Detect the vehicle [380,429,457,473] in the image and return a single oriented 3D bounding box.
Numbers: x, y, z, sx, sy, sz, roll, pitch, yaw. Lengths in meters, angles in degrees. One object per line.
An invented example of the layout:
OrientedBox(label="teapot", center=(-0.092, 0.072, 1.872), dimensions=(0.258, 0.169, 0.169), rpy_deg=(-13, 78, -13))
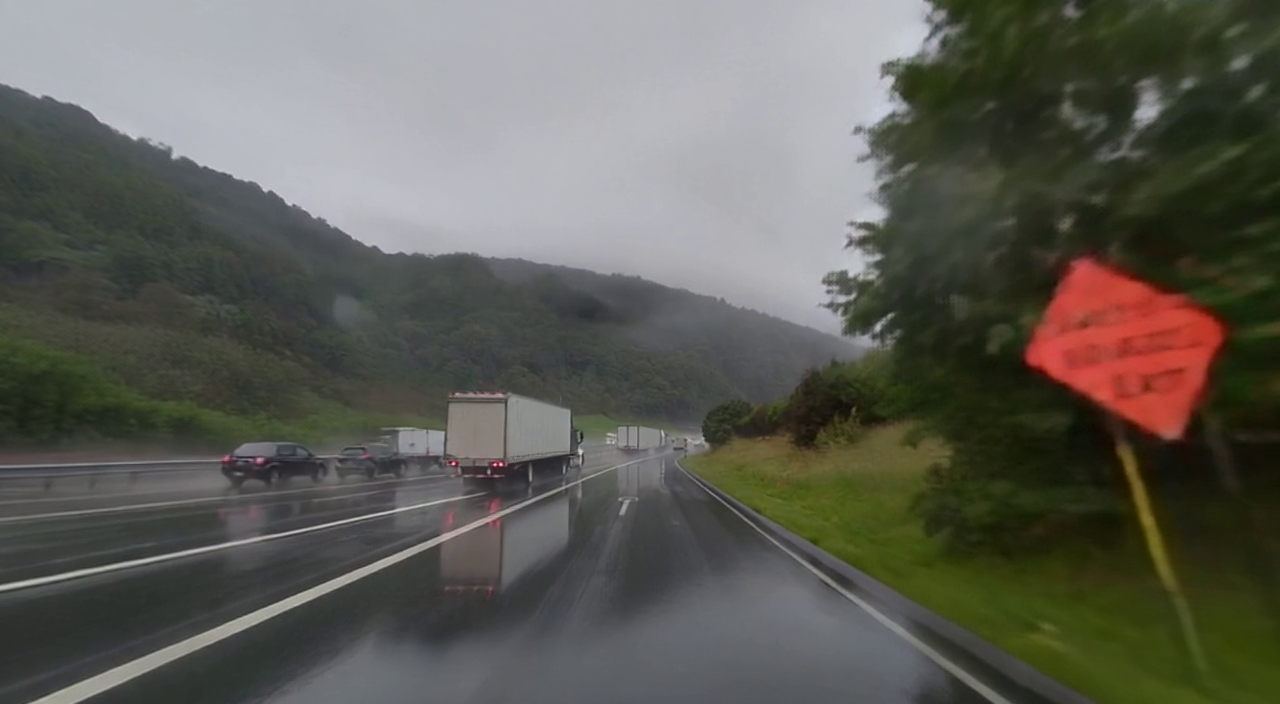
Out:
OrientedBox(label="vehicle", center=(-13.887, 6.262, 39.895), dimensions=(2.264, 2.596, 5.494), rpy_deg=(-1, -9, 7))

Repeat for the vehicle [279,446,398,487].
OrientedBox(label="vehicle", center=(-12.022, 4.578, 25.584), dimensions=(1.925, 1.493, 4.864), rpy_deg=(-1, -9, 8))

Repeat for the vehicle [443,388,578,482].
OrientedBox(label="vehicle", center=(-6.384, 4.724, 34.690), dimensions=(2.848, 4.067, 14.314), rpy_deg=(-1, -9, 7))

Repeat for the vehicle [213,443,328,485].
OrientedBox(label="vehicle", center=(-15.778, 4.787, 27.202), dimensions=(1.943, 1.662, 4.283), rpy_deg=(-1, -9, 7))
